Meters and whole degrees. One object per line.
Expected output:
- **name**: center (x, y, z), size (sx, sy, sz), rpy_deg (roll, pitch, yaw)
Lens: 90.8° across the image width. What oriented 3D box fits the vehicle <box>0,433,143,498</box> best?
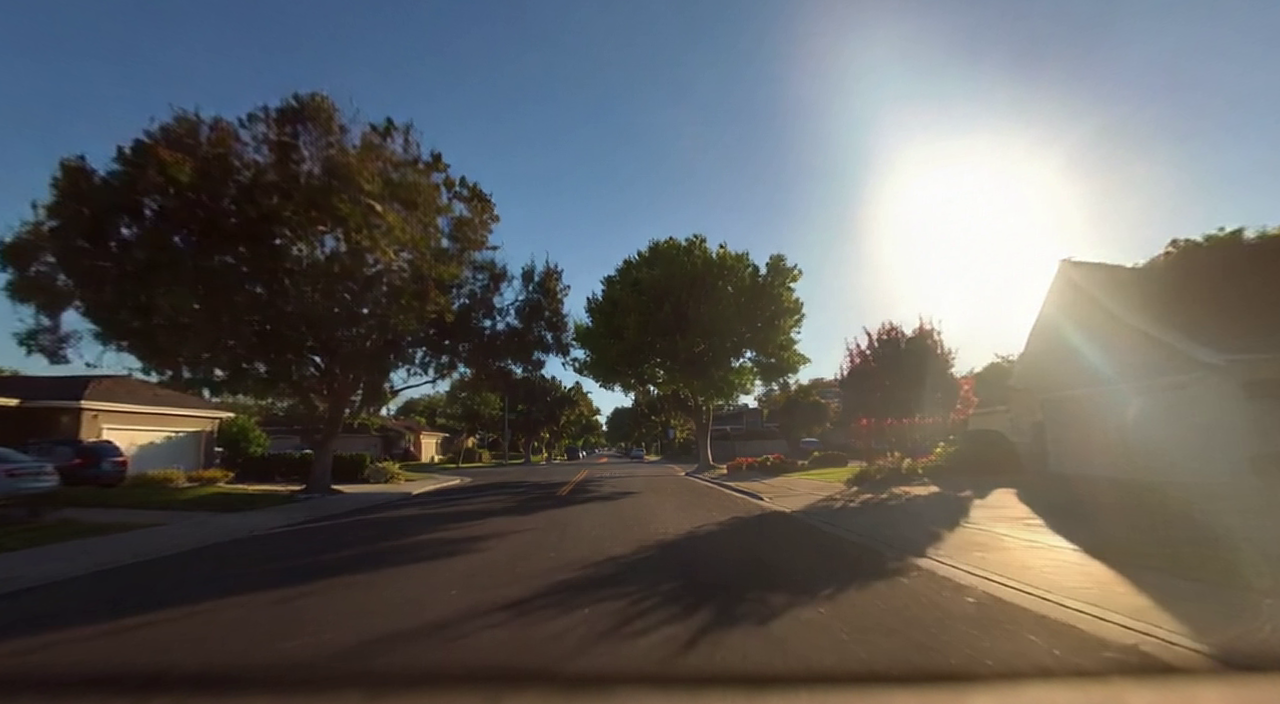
- **vehicle**: center (-18.554, 3.427, 19.271), size (5.187, 1.792, 2.210), rpy_deg (-2, -9, 9)
